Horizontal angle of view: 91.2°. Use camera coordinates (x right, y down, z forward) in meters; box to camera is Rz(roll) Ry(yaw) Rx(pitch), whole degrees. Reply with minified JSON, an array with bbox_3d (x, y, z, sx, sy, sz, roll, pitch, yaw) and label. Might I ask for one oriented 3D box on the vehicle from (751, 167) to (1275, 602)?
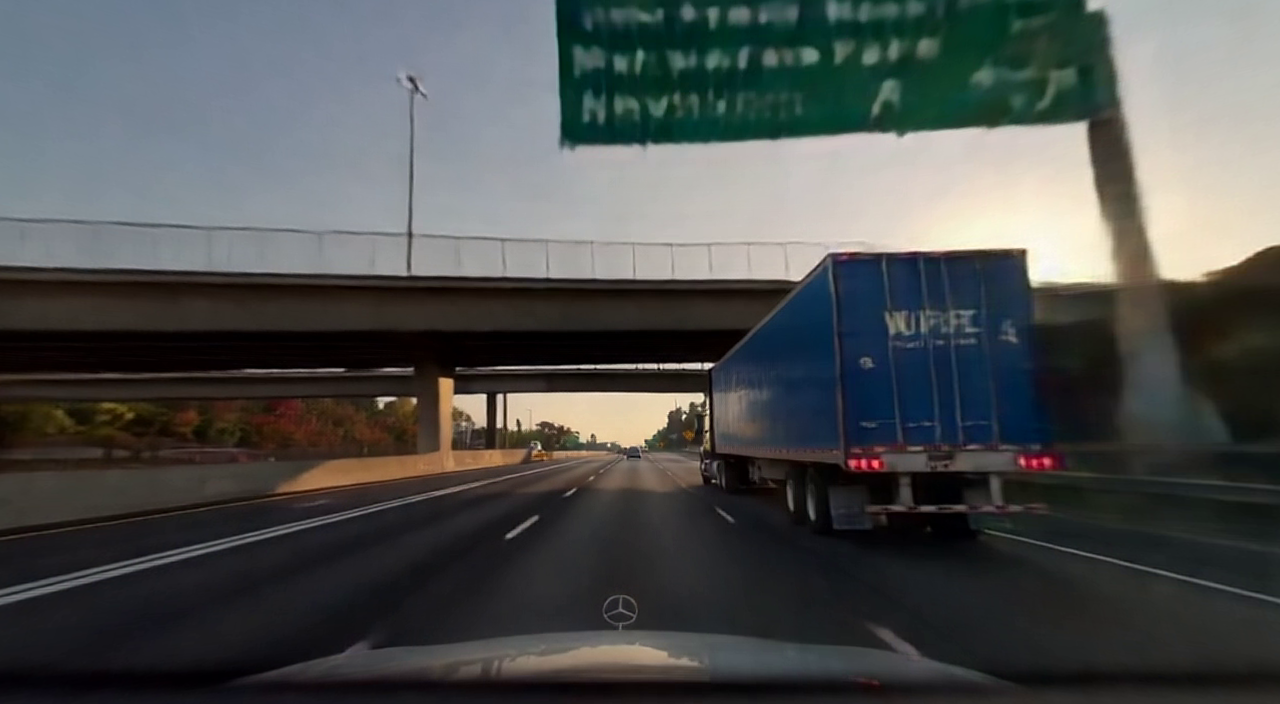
[{"bbox_3d":[4.068,0.856,10.031,2.869,4.013,8.610,0,-9,-1],"label":"vehicle"}]
